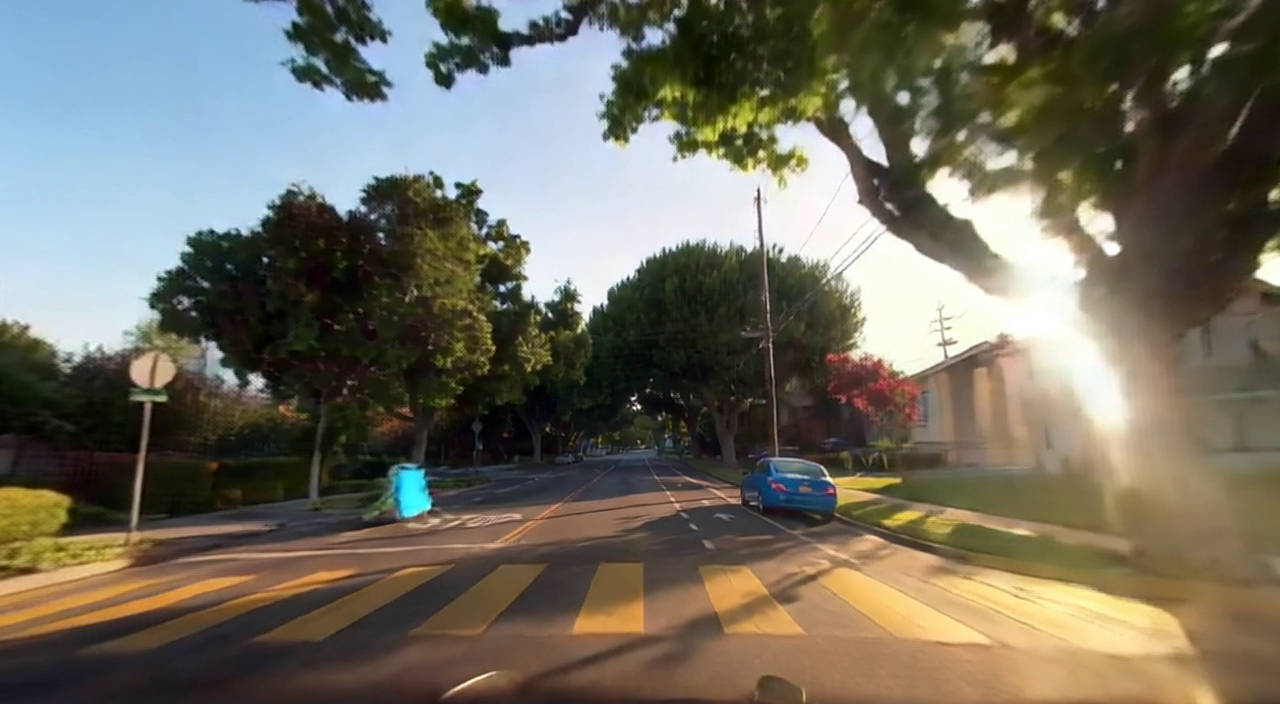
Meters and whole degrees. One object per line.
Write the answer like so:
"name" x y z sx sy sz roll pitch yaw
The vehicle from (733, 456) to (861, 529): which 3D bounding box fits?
"vehicle" 3.710 3.392 15.859 1.961 1.472 4.434 0 -8 -2
